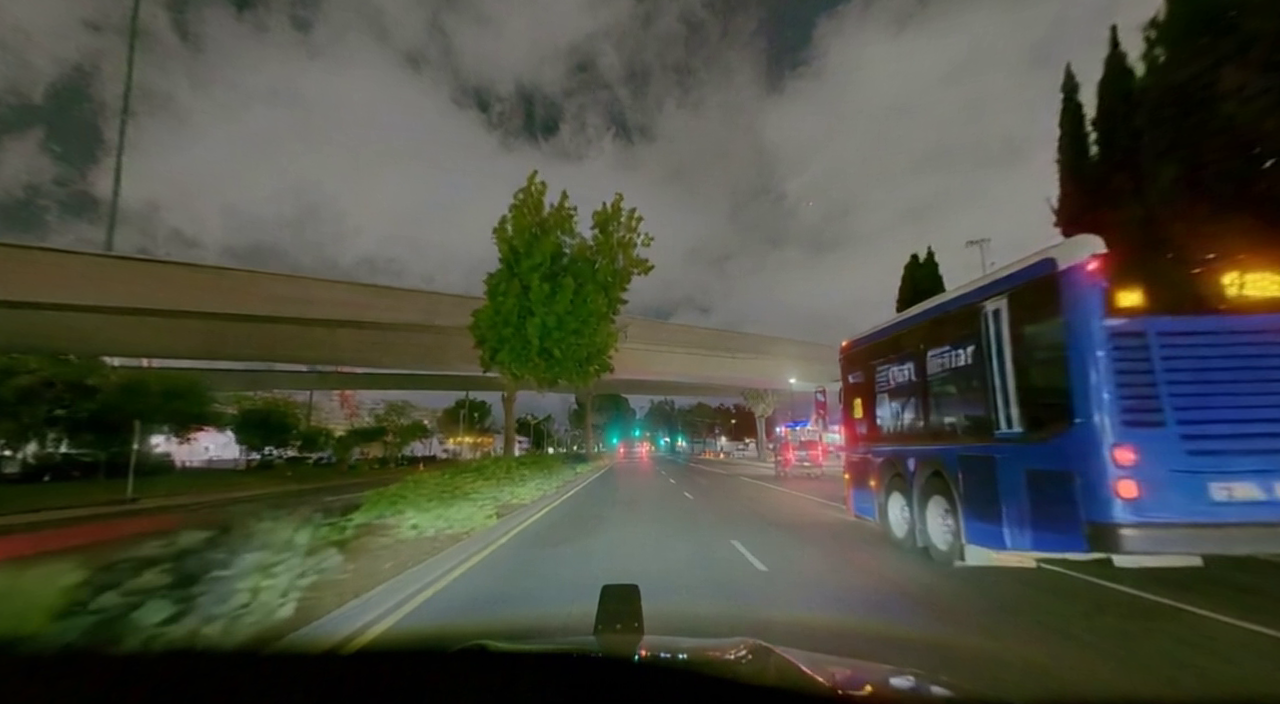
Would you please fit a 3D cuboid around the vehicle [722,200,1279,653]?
[{"bbox_3d":[4.268,1.460,11.334,3.043,3.162,13.806,0,-8,-3],"label":"vehicle"}]
